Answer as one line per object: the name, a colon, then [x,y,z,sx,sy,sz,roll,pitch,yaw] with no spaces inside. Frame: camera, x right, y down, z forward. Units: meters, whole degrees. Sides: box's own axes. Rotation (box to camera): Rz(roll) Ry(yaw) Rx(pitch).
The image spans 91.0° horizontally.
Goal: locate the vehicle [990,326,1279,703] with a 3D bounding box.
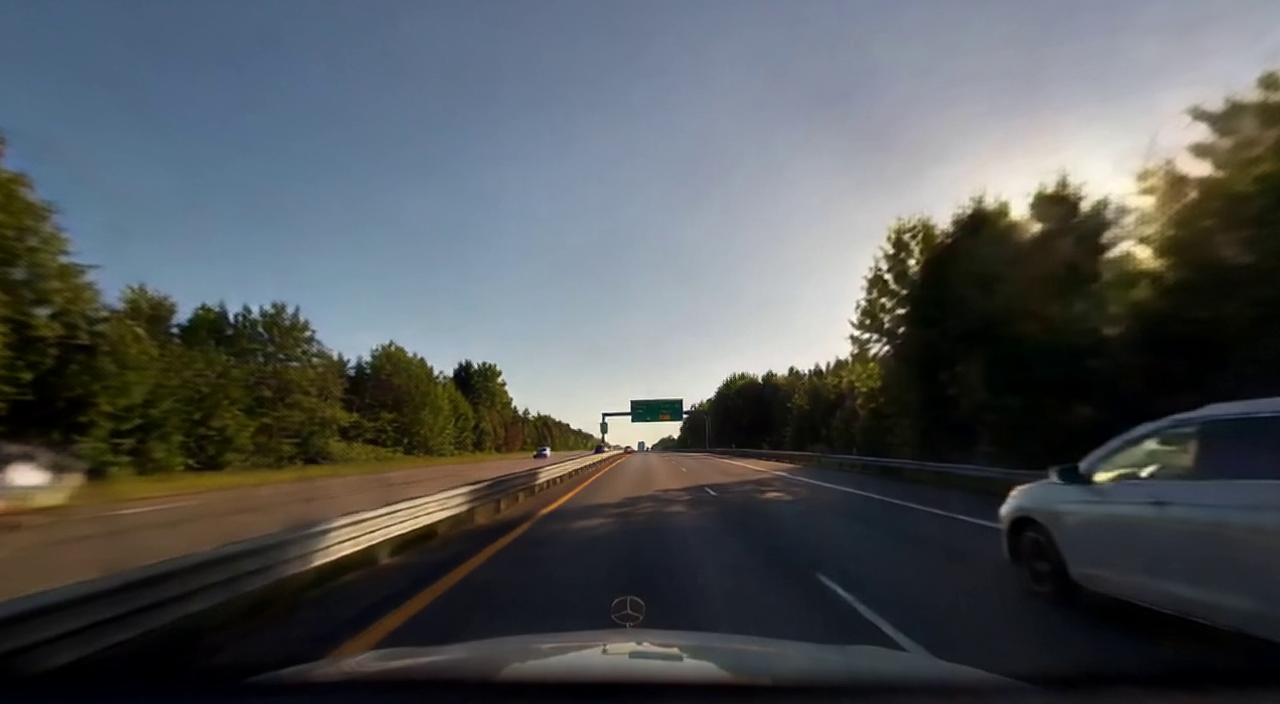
vehicle: [4.177,0.791,2.909,2.360,1.798,4.781,0,-8,0]
